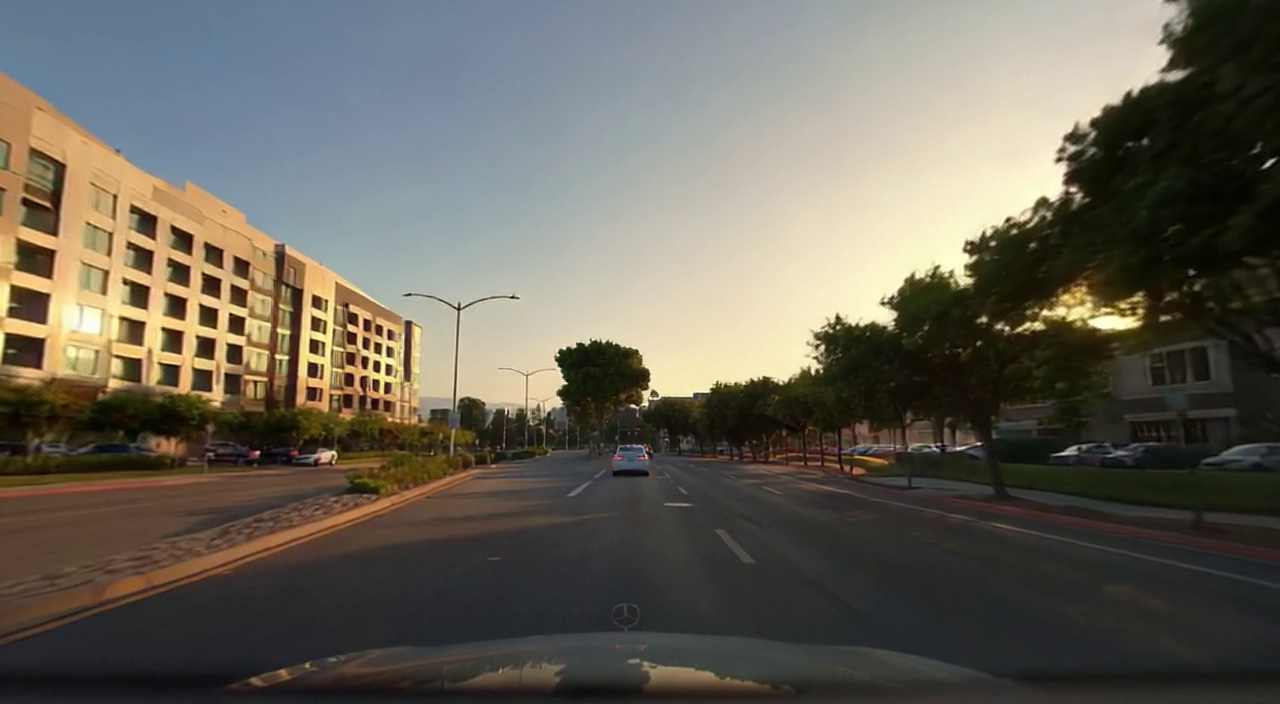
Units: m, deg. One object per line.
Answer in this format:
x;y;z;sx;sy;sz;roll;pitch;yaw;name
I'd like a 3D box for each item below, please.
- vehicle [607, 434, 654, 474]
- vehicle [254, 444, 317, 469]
-0.464;5.224;32.507;2.260;1.872;4.578;0;-9;0;vehicle
-27.008;7.958;48.331;1.992;1.798;4.987;0;-9;-1;vehicle
